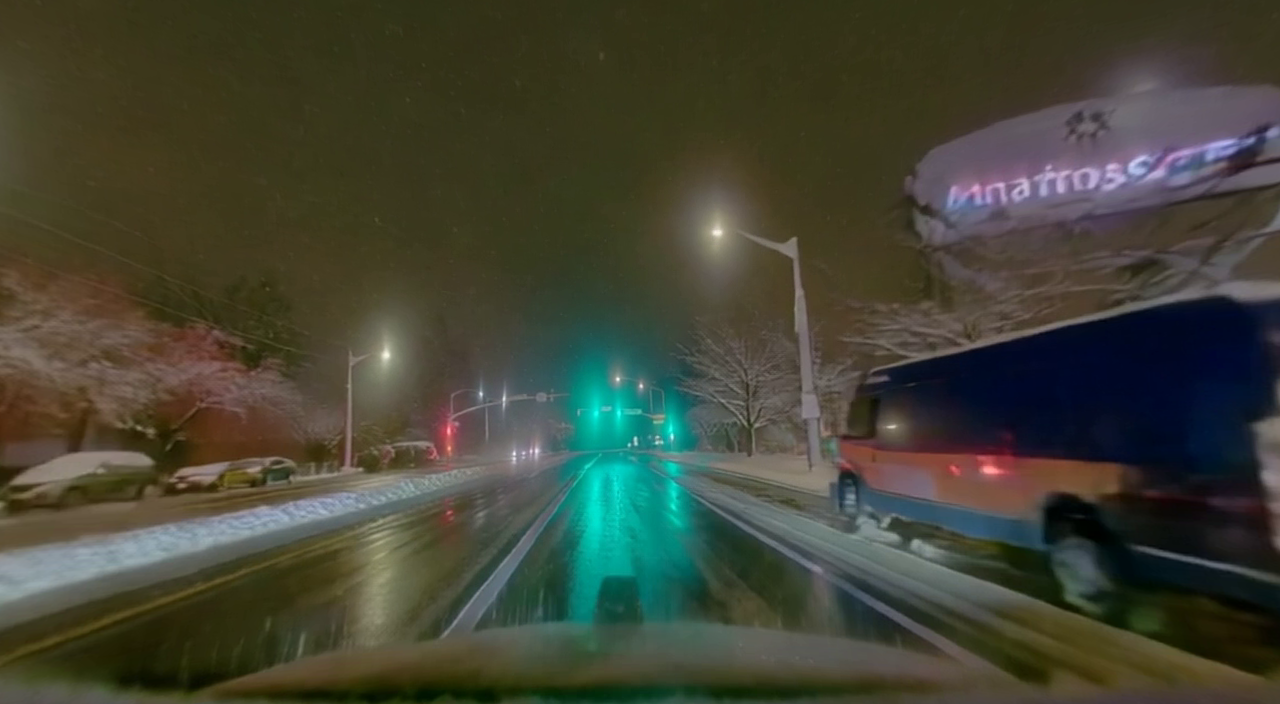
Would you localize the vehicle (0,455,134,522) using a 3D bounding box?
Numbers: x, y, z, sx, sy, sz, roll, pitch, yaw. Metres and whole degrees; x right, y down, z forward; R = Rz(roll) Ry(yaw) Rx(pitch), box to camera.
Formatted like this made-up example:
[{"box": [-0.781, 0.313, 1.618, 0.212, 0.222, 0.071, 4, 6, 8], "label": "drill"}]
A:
[{"box": [-17.967, 3.980, 18.931, 2.021, 1.695, 4.372, 0, -9, -4], "label": "vehicle"}]

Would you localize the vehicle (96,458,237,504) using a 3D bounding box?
[{"box": [-18.384, 4.995, 24.802, 1.906, 1.509, 4.834, 0, -8, -2], "label": "vehicle"}]

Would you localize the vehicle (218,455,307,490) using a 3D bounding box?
[{"box": [-18.652, 5.934, 31.323, 1.869, 1.541, 4.354, 0, -9, -3], "label": "vehicle"}]

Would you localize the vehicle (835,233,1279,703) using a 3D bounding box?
[{"box": [4.665, 1.047, 6.852, 2.739, 2.866, 6.142, -1, -7, -3], "label": "vehicle"}]
